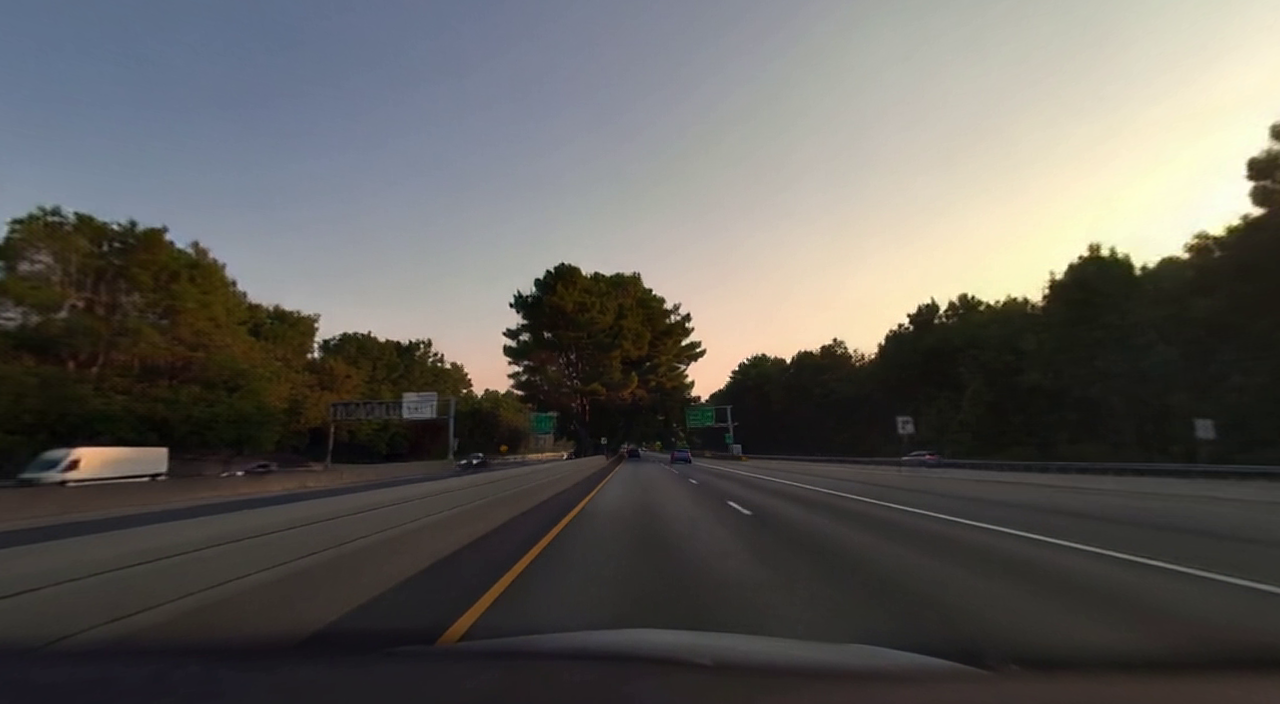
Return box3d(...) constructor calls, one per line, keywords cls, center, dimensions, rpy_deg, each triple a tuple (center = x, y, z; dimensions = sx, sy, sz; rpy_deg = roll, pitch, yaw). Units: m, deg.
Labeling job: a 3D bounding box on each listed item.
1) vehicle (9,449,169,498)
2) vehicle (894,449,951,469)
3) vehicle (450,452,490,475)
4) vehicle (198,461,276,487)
box3d(cls="vehicle", center=(-29.134, 6.394, 33.754), dimensions=(2.666, 2.344, 6.287), rpy_deg=(0, -9, 2))
box3d(cls="vehicle", center=(20.008, 7.573, 44.794), dimensions=(1.926, 1.386, 3.719), rpy_deg=(1, -9, -7))
box3d(cls="vehicle", center=(-12.678, 8.354, 47.304), dimensions=(1.854, 1.581, 3.953), rpy_deg=(0, -9, 1))
box3d(cls="vehicle", center=(-25.434, 7.677, 39.948), dimensions=(1.887, 1.475, 4.485), rpy_deg=(0, -9, 1))
